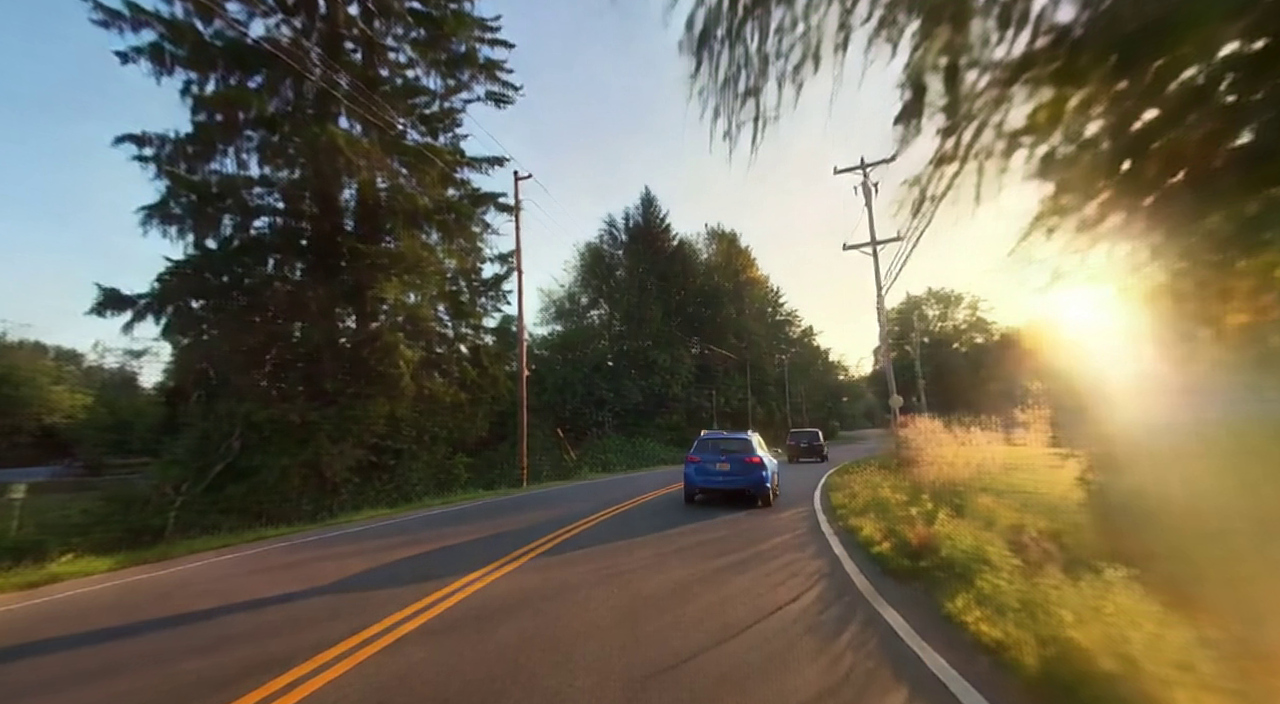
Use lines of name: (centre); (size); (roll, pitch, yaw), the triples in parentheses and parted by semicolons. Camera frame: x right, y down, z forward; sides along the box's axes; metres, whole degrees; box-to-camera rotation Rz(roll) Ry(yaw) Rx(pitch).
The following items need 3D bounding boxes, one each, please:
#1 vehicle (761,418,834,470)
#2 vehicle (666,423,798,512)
vehicle: (7.444, 4.270, 29.283); (2.376, 2.145, 5.953); (-4, -9, 22)
vehicle: (2.153, 2.403, 13.572); (2.157, 1.565, 4.243); (-3, -9, 17)
